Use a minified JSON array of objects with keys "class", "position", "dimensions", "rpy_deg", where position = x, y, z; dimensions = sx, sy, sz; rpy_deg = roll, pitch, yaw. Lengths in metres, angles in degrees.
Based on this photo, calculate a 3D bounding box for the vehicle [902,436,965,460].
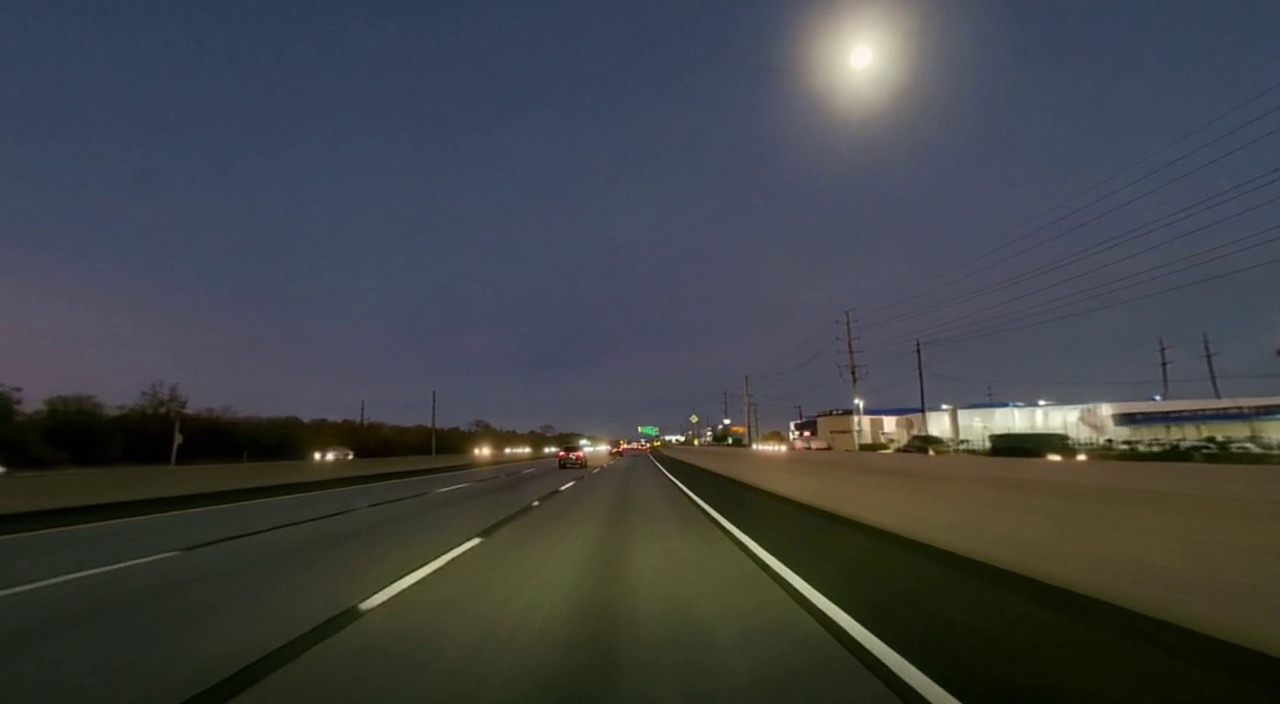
[{"class":"vehicle","position":[19.076,6.289,41.291],"dimensions":[1.826,1.487,4.419],"rpy_deg":[0,-9,-3]}]

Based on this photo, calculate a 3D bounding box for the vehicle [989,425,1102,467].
[{"class":"vehicle","position":[19.015,4.444,29.962],"dimensions":[2.037,1.794,4.897],"rpy_deg":[0,-9,0]}]

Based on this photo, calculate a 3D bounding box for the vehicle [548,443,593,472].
[{"class":"vehicle","position":[-3.773,5.812,35.173],"dimensions":[1.940,1.479,4.545],"rpy_deg":[0,-9,1]}]
